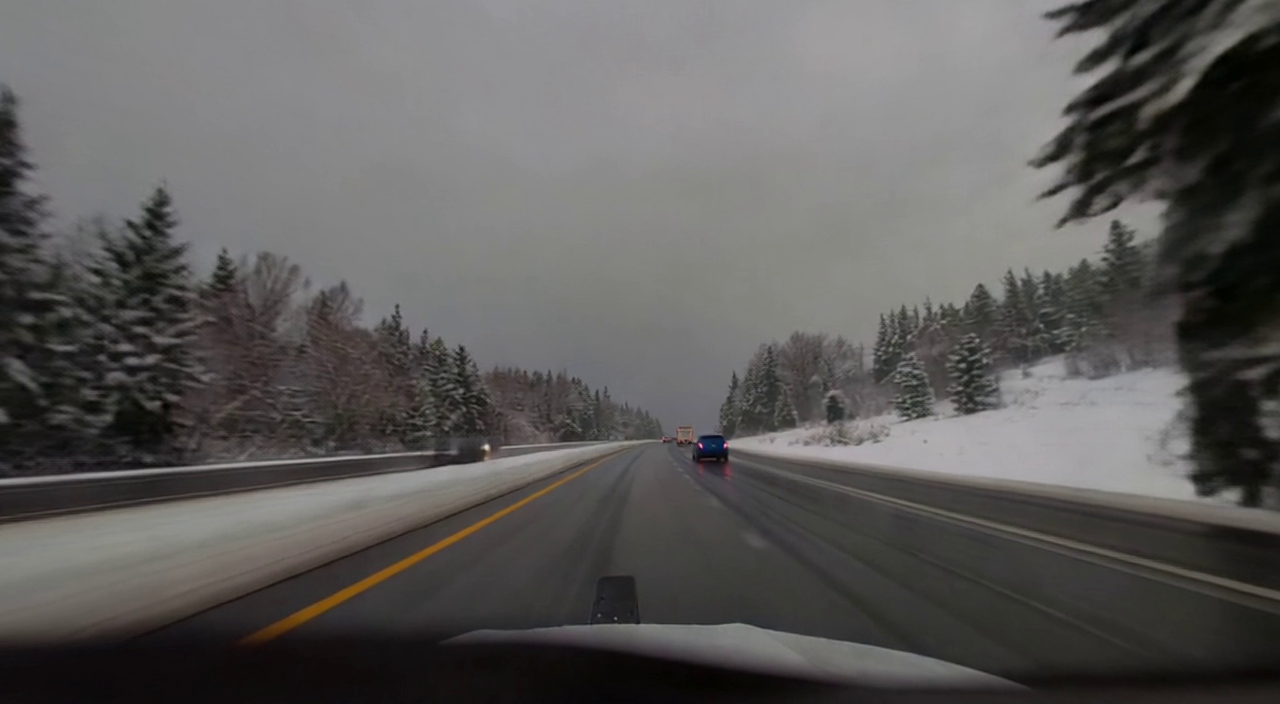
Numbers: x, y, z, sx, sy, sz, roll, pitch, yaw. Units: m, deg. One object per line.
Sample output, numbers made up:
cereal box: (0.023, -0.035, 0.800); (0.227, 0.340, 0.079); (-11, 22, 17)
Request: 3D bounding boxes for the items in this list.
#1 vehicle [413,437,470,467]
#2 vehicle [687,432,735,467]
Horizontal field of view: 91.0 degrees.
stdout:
vehicle: (-10.304, 5.194, 32.869); (1.654, 1.413, 3.586); (-1, -8, 2)
vehicle: (3.591, 5.033, 32.684); (2.022, 1.663, 4.245); (0, -8, 0)
